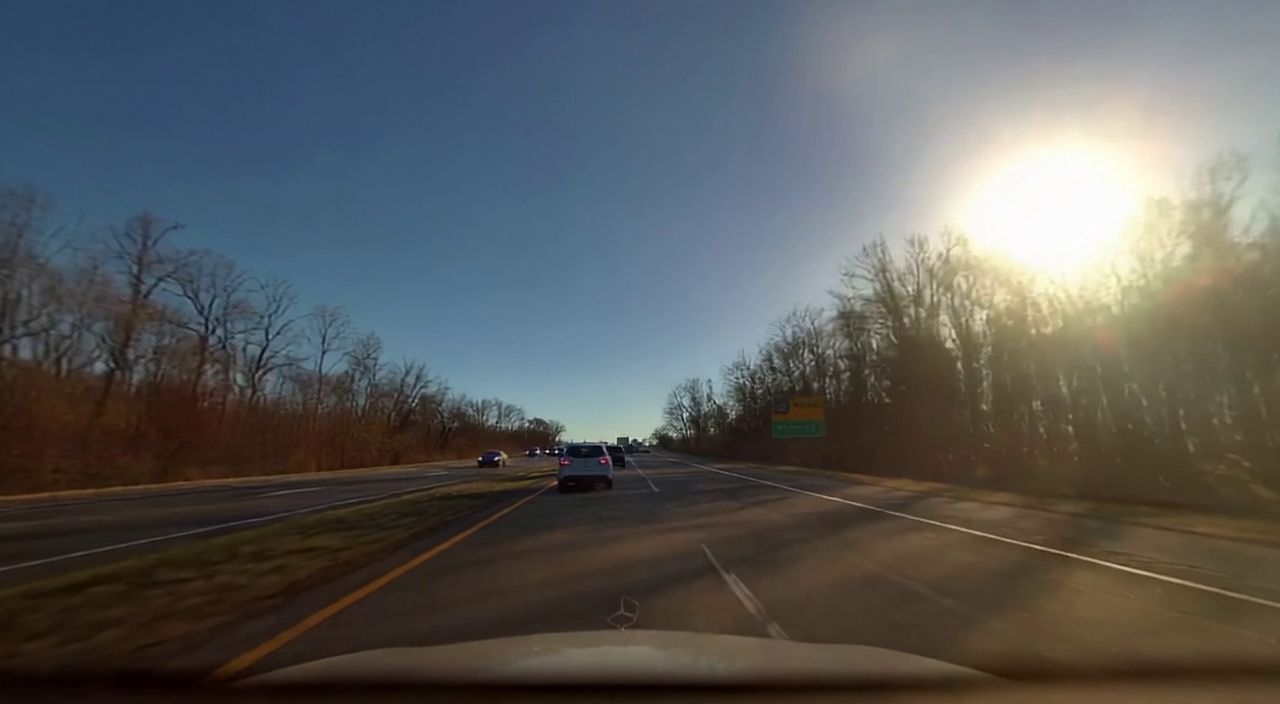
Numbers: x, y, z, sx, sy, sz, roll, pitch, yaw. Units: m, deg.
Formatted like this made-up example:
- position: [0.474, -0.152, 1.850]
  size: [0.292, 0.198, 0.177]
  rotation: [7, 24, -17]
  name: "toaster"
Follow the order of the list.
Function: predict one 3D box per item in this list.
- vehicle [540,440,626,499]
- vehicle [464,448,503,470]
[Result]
- position: [-1.563, 3.394, 18.449]
  size: [2.244, 1.506, 4.097]
  rotation: [0, -9, -2]
  name: "vehicle"
- position: [-11.652, 8.014, 46.973]
  size: [1.990, 1.539, 4.498]
  rotation: [0, -9, -2]
  name: "vehicle"
